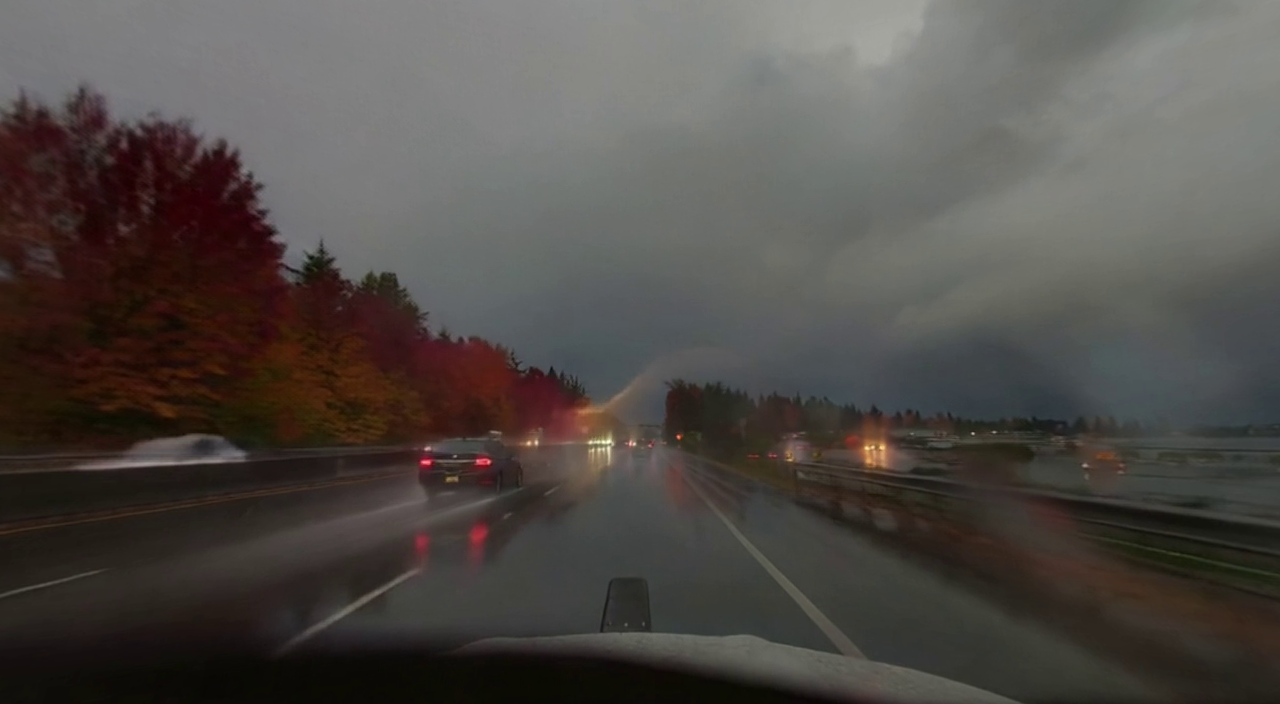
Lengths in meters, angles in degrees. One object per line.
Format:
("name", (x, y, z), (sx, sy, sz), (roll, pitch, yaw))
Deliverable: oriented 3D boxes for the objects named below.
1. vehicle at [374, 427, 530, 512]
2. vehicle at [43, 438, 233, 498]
("vehicle", (-4.071, 2.618, 14.586), (2.123, 1.643, 4.479), (0, -8, 1))
("vehicle", (-15.528, 3.569, 19.910), (2.010, 1.645, 4.728), (0, -8, 1))
